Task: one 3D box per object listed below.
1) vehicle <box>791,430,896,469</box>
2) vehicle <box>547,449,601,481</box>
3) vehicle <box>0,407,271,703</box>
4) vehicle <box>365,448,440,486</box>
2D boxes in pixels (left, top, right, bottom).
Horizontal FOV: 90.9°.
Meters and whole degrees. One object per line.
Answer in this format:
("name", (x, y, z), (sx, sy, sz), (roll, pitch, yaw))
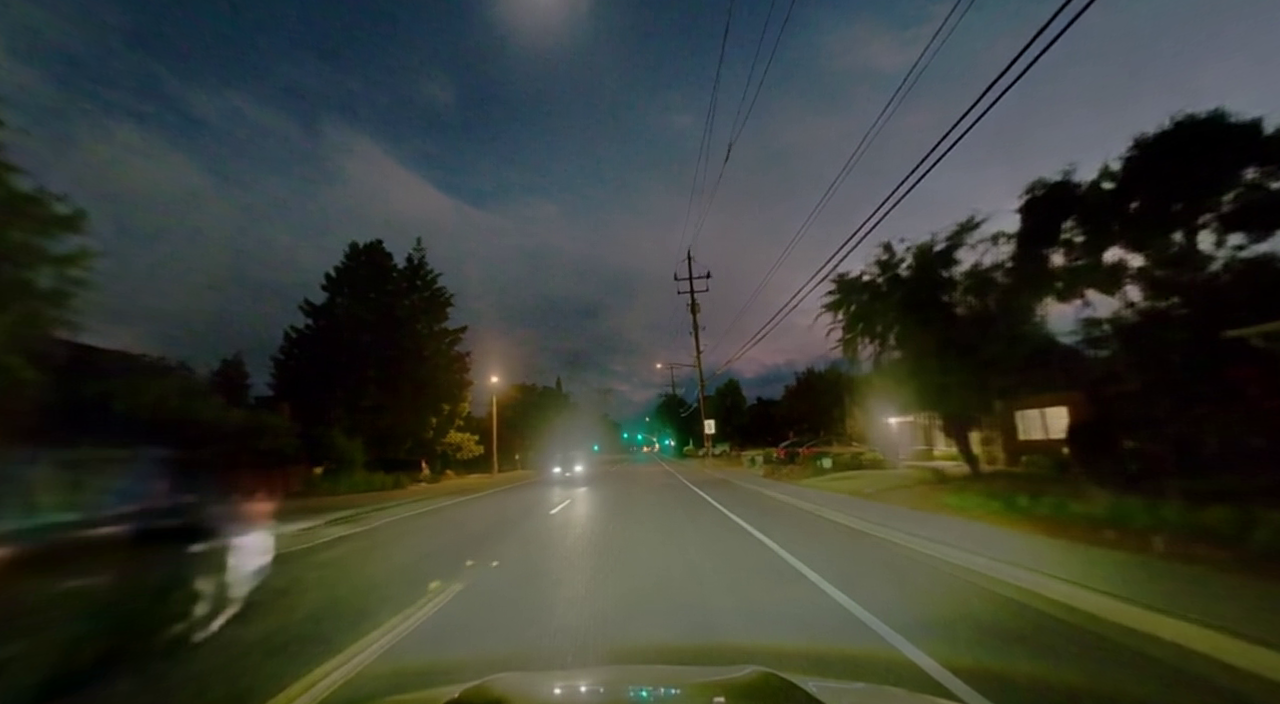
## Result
("vehicle", (10.401, 5.012, 32.510), (4.626, 1.731, 2.007), (-3, -8, -1))
("vehicle", (-3.016, 5.248, 29.595), (1.968, 1.394, 3.890), (0, -9, 2))
("vehicle", (-3.785, 0.987, 2.358), (2.102, 1.524, 4.387), (-2, -9, 1))
("vehicle", (-13.080, 6.303, 35.033), (2.053, 1.906, 4.889), (-1, -9, 3))
